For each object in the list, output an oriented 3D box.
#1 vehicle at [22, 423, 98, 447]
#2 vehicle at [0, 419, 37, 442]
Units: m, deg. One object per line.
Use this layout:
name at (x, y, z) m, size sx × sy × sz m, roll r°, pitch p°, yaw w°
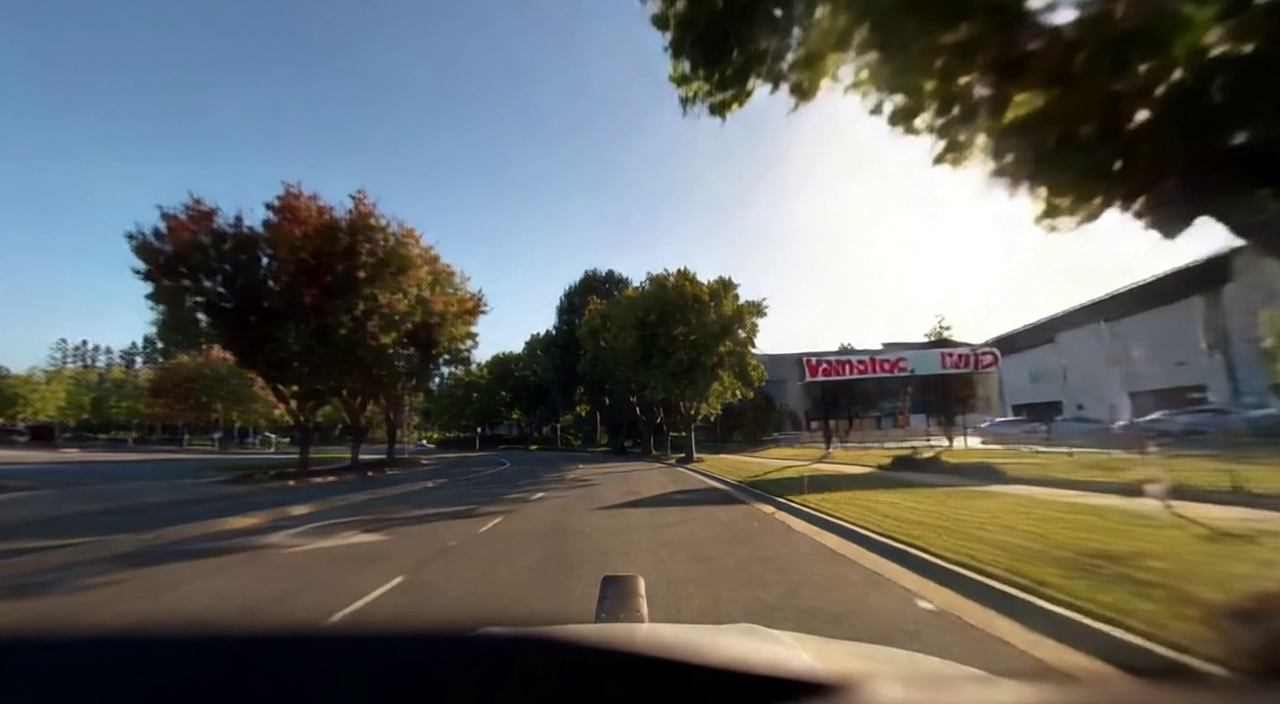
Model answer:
vehicle at (-40.987, 5.879, 44.773) m, size 1.837 × 1.642 × 4.345 m, roll 2°, pitch -8°, yaw -10°
vehicle at (-50.144, 6.172, 49.569) m, size 1.920 × 1.729 × 4.303 m, roll 1°, pitch -8°, yaw -11°
